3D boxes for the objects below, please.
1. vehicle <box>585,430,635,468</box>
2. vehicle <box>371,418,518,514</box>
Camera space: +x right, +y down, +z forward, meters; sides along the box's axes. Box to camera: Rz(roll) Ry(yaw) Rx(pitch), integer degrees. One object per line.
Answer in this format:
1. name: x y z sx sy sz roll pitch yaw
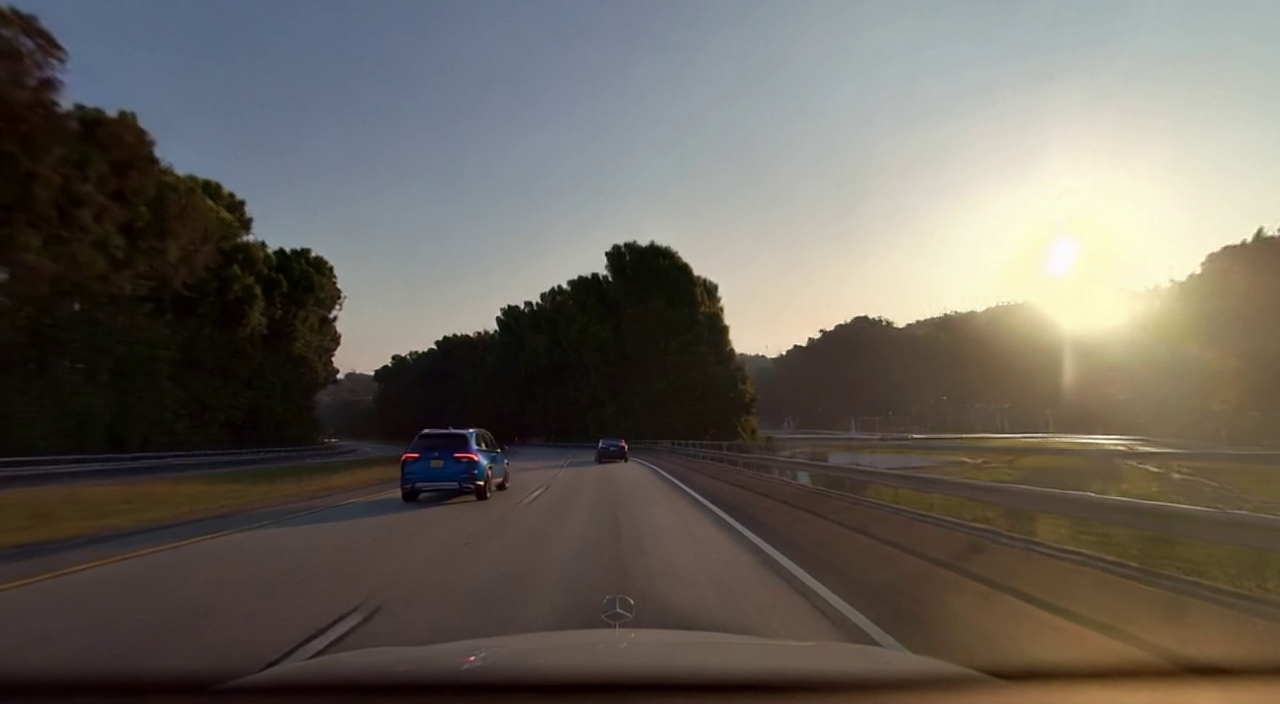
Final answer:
1. vehicle: -1.668 5.073 33.331 2.452 1.857 4.022 0 -8 -5
2. vehicle: -4.300 2.565 14.817 2.053 1.847 4.760 0 -8 -2
